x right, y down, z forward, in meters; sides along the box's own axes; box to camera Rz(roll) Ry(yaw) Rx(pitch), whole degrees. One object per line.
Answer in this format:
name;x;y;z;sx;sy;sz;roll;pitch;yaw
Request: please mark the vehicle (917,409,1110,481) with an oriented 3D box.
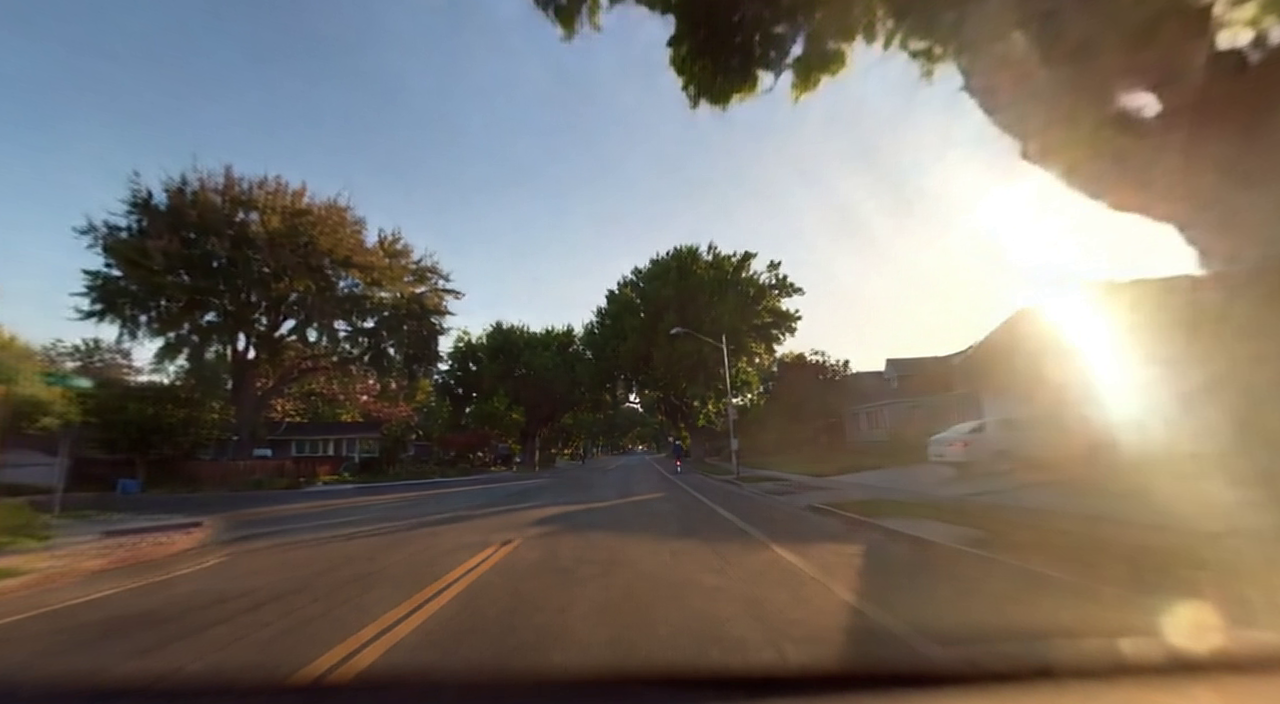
vehicle;10.318;2.606;17.764;4.146;1.866;1.897;-1;-9;6
